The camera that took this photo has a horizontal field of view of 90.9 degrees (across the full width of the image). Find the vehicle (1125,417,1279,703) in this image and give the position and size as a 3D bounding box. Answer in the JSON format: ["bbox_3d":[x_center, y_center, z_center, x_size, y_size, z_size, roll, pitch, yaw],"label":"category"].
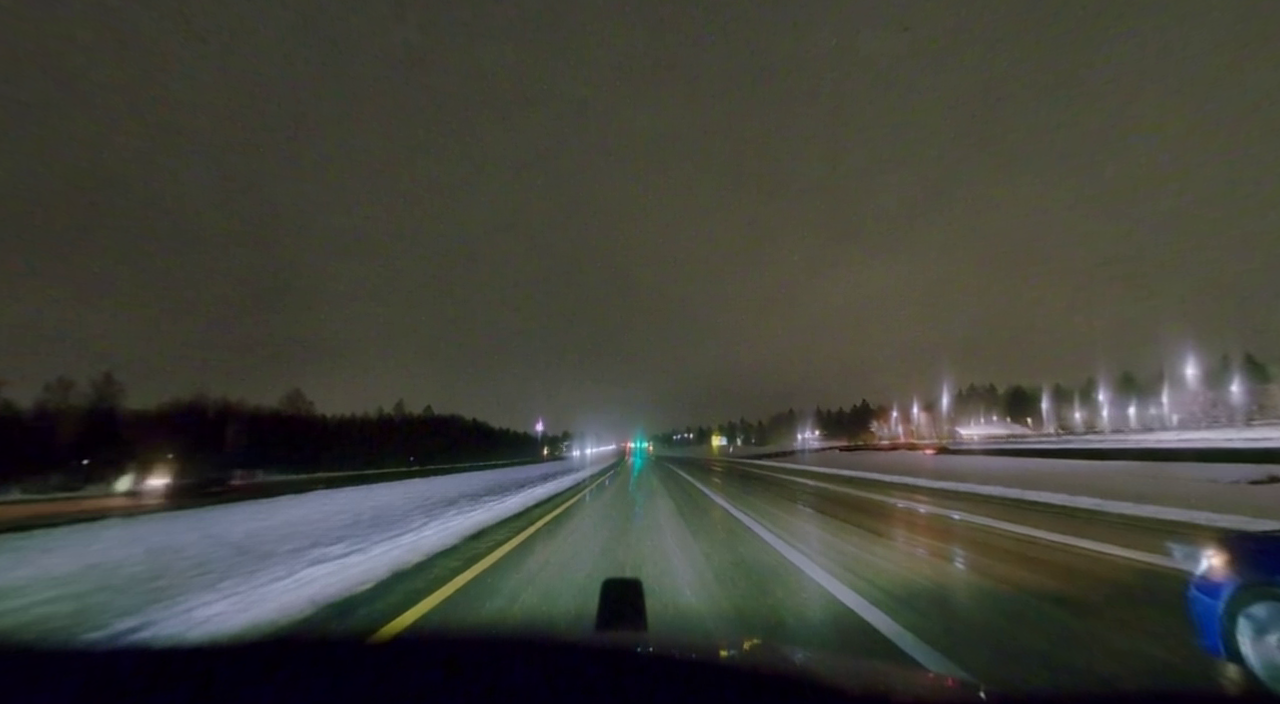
[{"bbox_3d":[4.224,0.851,1.676,2.053,1.490,4.799,-1,-8,0],"label":"vehicle"}]

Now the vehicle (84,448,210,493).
[{"bbox_3d":[-20.590,4.927,26.591,1.908,1.668,4.092,-1,-8,1],"label":"vehicle"}]
